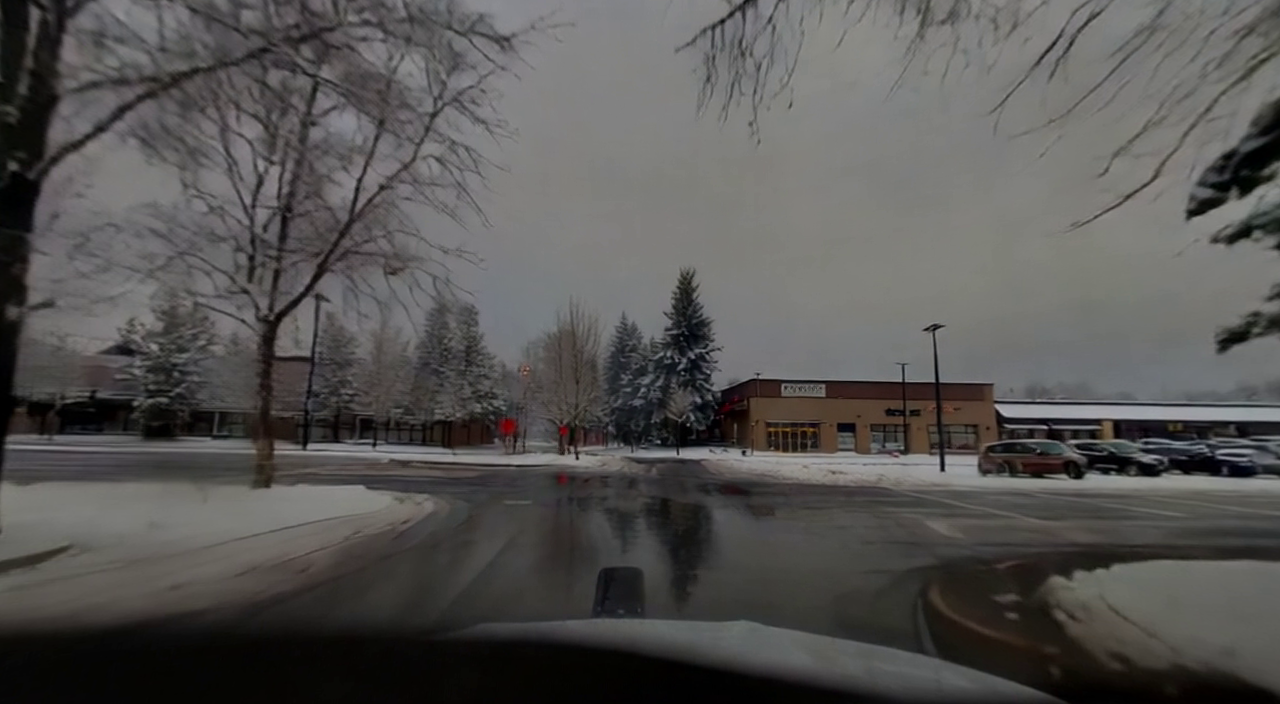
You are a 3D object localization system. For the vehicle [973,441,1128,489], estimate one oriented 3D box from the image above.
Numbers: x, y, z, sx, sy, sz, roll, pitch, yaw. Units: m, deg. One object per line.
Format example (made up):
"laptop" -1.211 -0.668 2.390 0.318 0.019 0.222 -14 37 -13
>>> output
"vehicle" 14.322 3.923 22.516 2.140 1.507 4.856 0 -8 -2

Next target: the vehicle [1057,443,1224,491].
"vehicle" 17.599 4.026 22.621 1.804 1.502 4.815 1 -8 -4

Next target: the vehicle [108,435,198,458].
"vehicle" -31.646 6.141 41.210 4.431 1.449 1.808 6 -10 -33
